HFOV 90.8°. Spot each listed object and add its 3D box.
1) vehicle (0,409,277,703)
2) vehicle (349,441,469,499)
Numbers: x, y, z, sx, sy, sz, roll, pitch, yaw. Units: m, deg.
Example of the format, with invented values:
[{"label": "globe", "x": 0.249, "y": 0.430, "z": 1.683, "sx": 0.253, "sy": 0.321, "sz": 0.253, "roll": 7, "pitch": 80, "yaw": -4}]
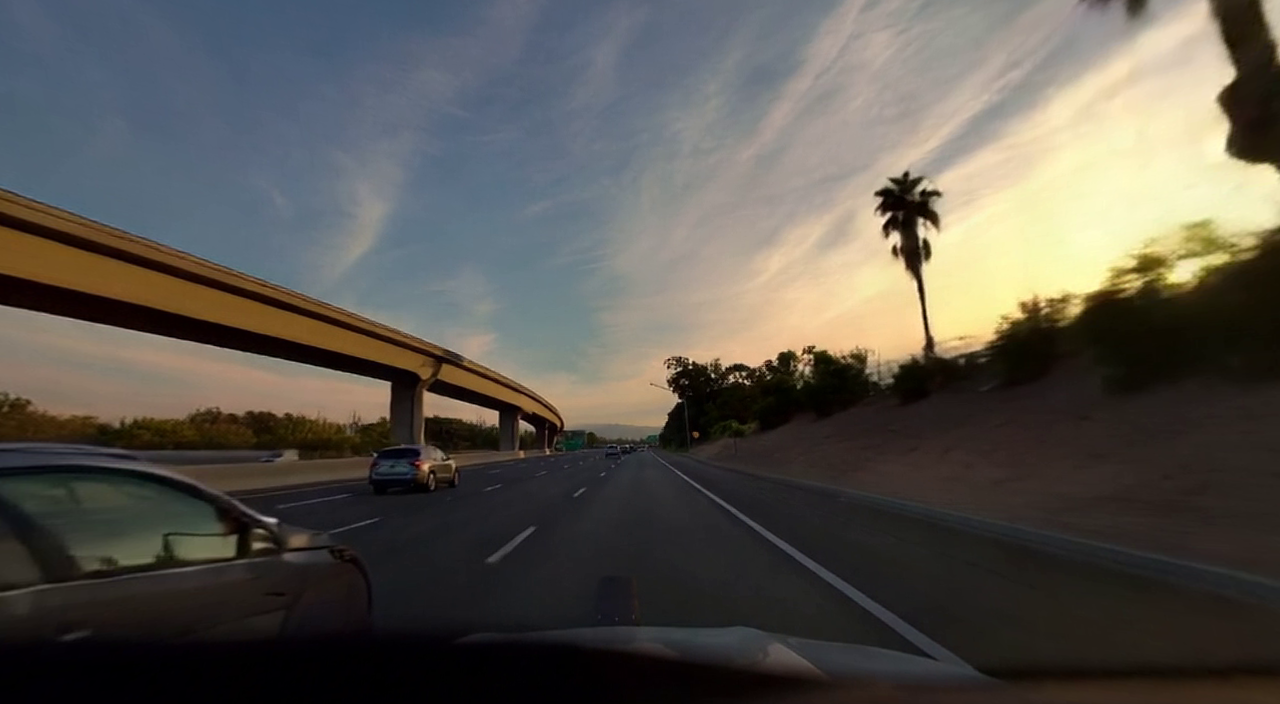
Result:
[{"label": "vehicle", "x": -3.527, "y": 0.912, "z": 1.989, "sx": 1.978, "sy": 1.499, "sz": 4.695, "roll": 0, "pitch": -9, "yaw": 0}, {"label": "vehicle", "x": -6.661, "y": 3.425, "z": 18.778, "sx": 1.914, "sy": 1.503, "sz": 4.268, "roll": 0, "pitch": -9, "yaw": 0}]
